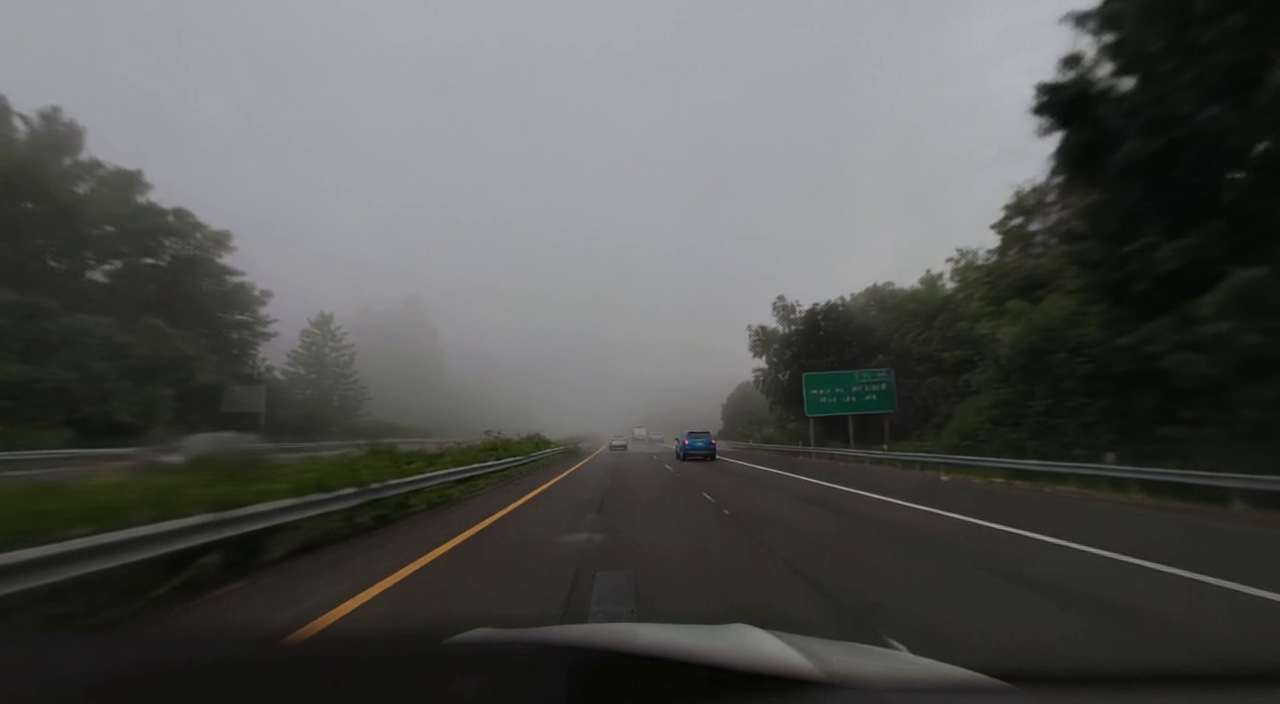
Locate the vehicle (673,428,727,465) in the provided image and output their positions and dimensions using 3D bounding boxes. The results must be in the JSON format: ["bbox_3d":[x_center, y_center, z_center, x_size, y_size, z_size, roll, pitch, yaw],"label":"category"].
[{"bbox_3d":[2.878,4.674,31.424,2.085,1.681,4.436,0,-7,-2],"label":"vehicle"}]

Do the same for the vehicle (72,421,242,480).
[{"bbox_3d":[-14.044,2.870,18.674,1.989,1.531,3.818,0,-7,-1],"label":"vehicle"}]
